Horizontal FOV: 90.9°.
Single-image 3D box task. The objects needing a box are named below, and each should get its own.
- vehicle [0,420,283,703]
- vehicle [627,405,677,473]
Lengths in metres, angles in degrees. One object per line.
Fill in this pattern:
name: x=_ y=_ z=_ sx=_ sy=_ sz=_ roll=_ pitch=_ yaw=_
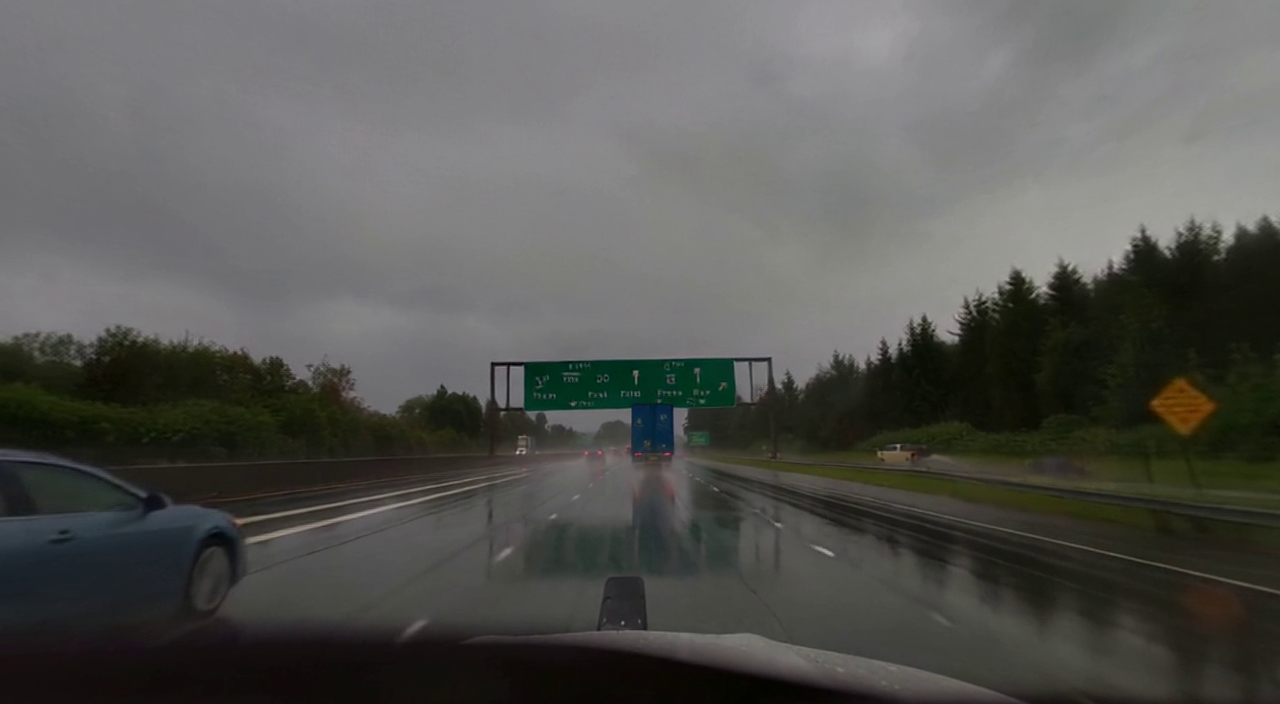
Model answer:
vehicle: x=-4.031 y=1.073 z=3.060 sx=1.931 sy=1.466 sz=4.458 roll=0 pitch=-9 yaw=1
vehicle: x=0.730 y=6.032 z=43.309 sx=3.022 sy=4.072 sz=10.318 roll=0 pitch=-9 yaw=0
